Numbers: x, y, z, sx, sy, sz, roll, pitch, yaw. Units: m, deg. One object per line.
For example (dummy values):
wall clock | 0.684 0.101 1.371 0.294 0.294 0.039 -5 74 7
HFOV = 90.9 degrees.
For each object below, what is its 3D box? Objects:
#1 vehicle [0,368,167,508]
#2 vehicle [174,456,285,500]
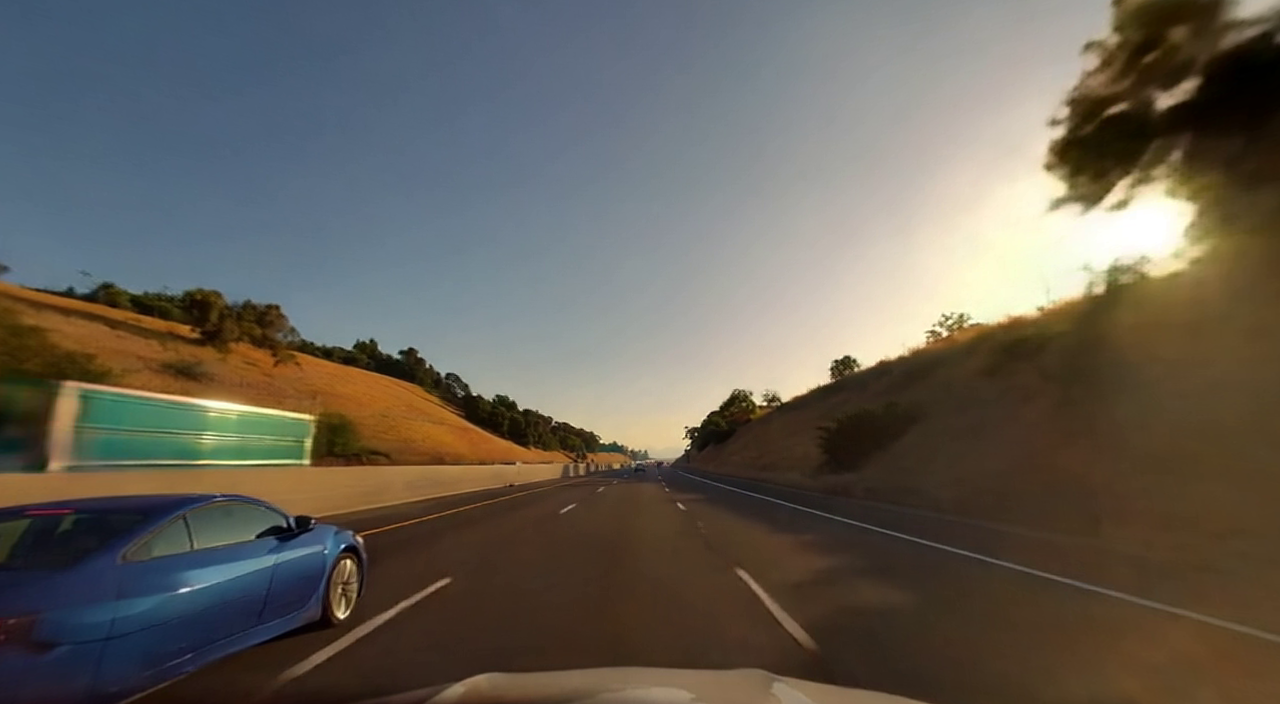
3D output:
vehicle | -19.689 2.954 20.903 2.984 3.962 5.856 1 -11 1
vehicle | -15.480 4.769 24.038 1.690 1.505 3.744 1 -11 -1
